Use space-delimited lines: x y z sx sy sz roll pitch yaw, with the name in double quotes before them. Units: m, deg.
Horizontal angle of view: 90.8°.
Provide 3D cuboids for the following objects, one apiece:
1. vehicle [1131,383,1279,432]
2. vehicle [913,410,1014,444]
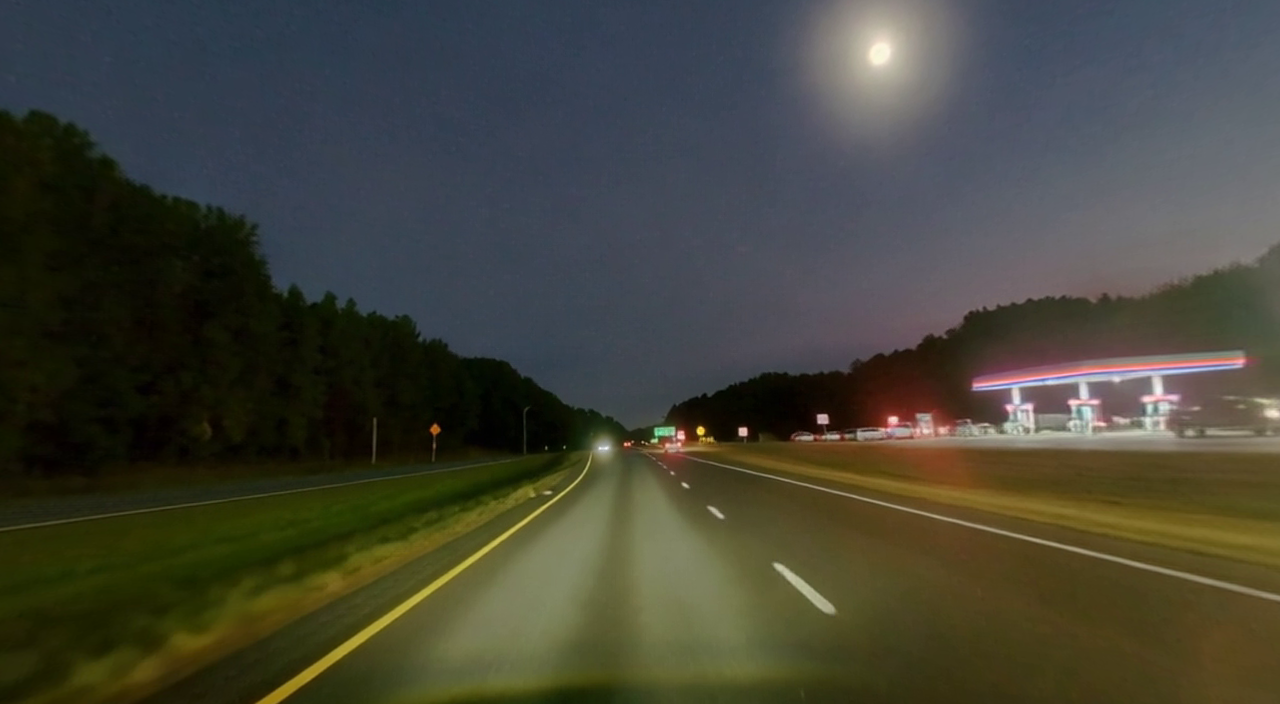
"vehicle" 20.741 2.133 23.279 1.828 1.483 4.251 1 -9 -1
"vehicle" 21.096 4.915 41.373 5.483 1.801 2.202 4 -8 0
